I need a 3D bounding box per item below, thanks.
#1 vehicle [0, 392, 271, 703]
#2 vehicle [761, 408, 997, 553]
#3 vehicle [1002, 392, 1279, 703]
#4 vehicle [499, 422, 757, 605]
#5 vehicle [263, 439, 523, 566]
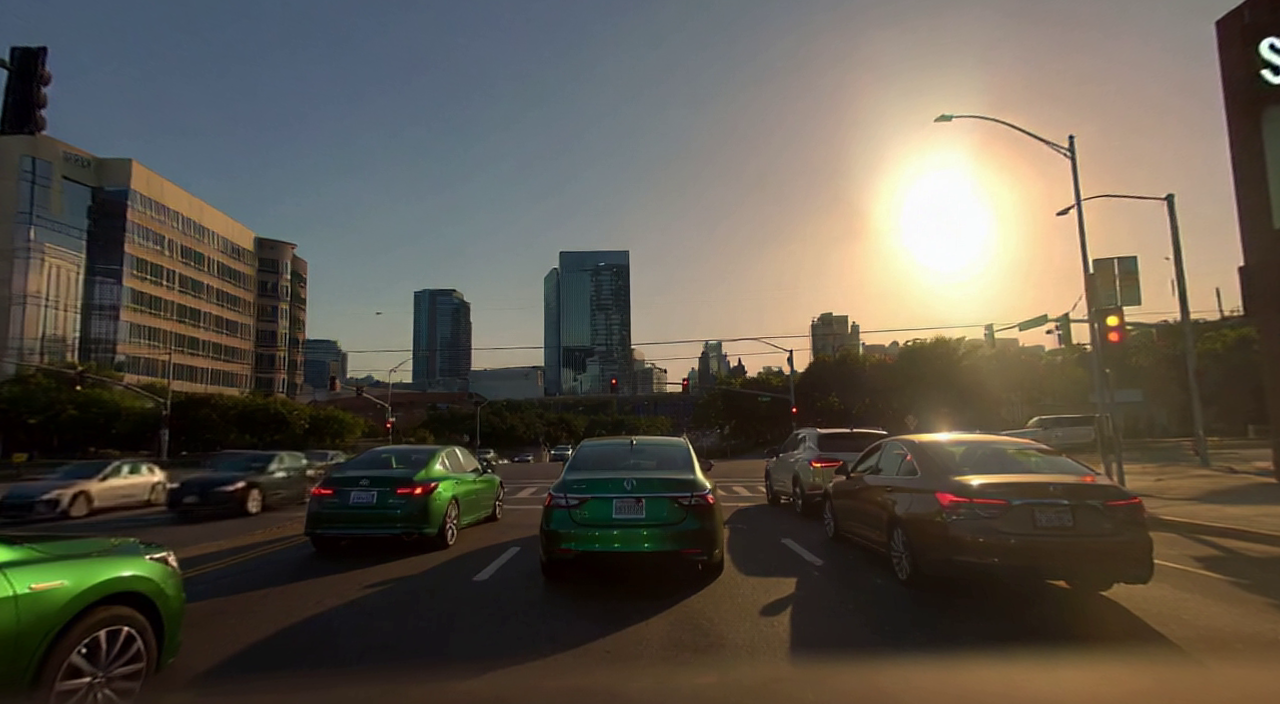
[{"bbox_3d":[-3.475,0.854,1.846,2.016,1.547,4.414,0,-8,1],"label":"vehicle"},{"bbox_3d":[3.320,1.873,9.841,1.992,1.744,4.183,0,-8,0],"label":"vehicle"},{"bbox_3d":[3.943,0.972,3.100,1.800,1.519,4.198,0,-8,0],"label":"vehicle"},{"bbox_3d":[-0.117,1.657,7.389,2.140,1.499,4.119,0,-8,0],"label":"vehicle"},{"bbox_3d":[-3.287,2.074,9.549,1.995,1.436,4.373,-1,-8,3],"label":"vehicle"}]
